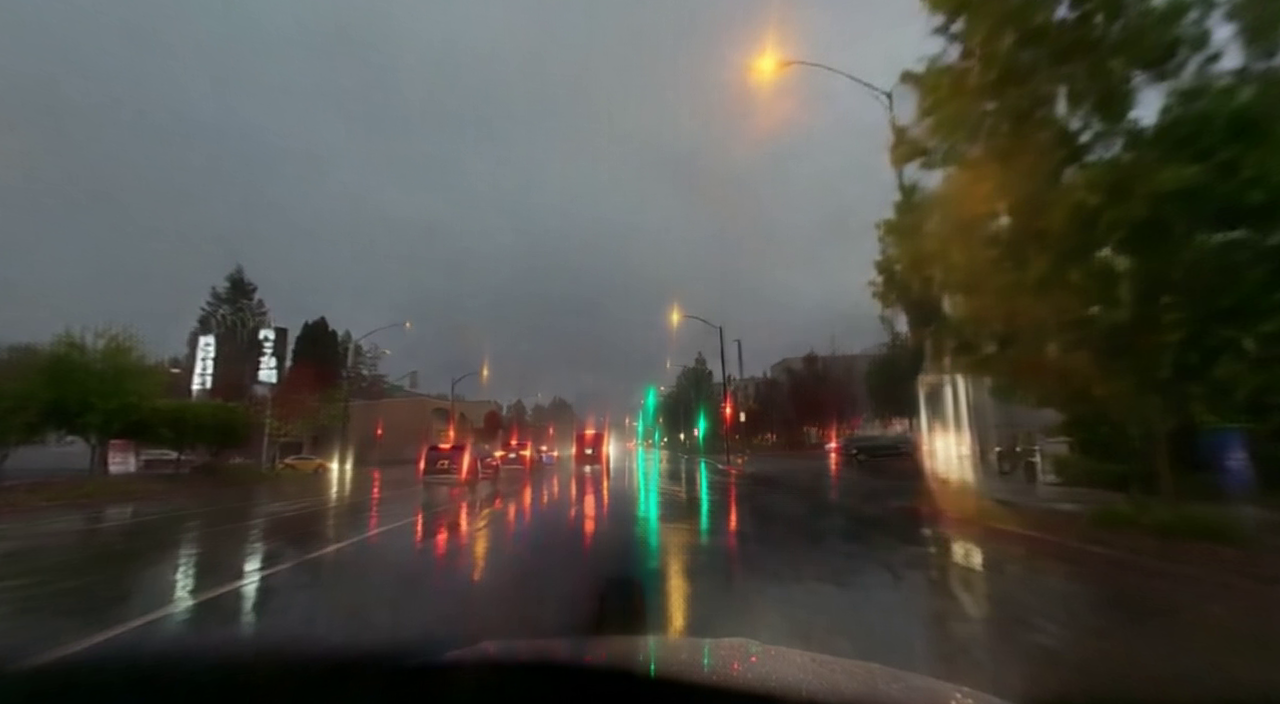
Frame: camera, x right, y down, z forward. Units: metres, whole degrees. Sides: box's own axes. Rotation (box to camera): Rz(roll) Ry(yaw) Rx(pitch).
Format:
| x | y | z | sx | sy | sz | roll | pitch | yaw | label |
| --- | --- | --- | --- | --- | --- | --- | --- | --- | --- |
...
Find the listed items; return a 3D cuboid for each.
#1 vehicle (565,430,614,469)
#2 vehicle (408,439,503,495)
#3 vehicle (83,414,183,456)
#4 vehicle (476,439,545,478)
| x | y | z | sx | sy | sz | roll | pitch | yaw | label |
| --- | --- | --- | --- | --- | --- | --- | --- | --- | --- |
| -2.948 | 5.841 | 38.060 | 2.496 | 2.155 | 5.468 | 0 | -8 | 0 | vehicle |
| -5.693 | 3.570 | 19.977 | 1.889 | 1.572 | 3.599 | 0 | -8 | 0 | vehicle |
| -25.720 | 4.248 | 32.116 | 3.572 | 2.012 | 1.872 | -2 | -8 | 7 | vehicle |
| -5.936 | 4.932 | 29.577 | 2.228 | 1.652 | 4.593 | 0 | -8 | 0 | vehicle |
